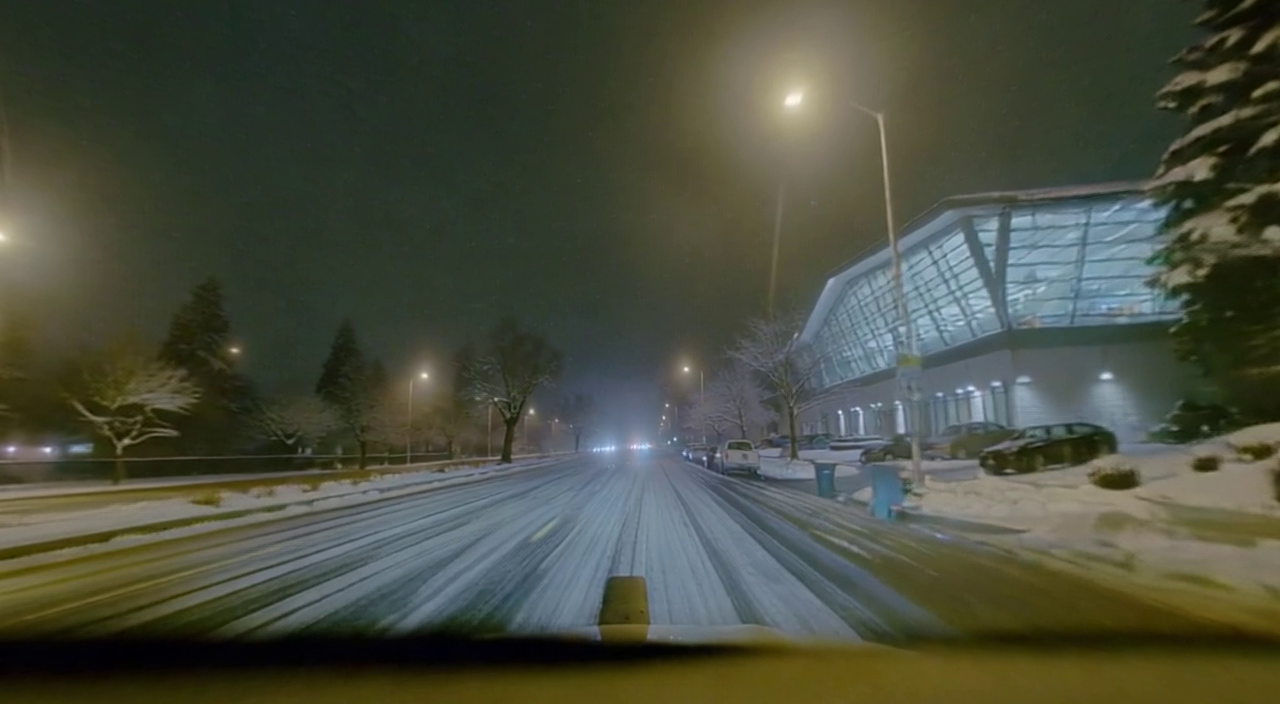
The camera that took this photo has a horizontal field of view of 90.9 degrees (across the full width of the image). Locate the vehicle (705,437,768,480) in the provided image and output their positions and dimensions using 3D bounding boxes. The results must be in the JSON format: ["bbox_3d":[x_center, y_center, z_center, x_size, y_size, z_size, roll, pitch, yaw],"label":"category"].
[{"bbox_3d":[4.280,4.829,28.823,2.078,1.771,5.174,0,-8,0],"label":"vehicle"}]

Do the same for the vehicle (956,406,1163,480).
[{"bbox_3d":[11.726,2.617,17.847,4.418,1.532,1.889,-6,-11,-3],"label":"vehicle"}]

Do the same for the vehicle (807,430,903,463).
[{"bbox_3d":[12.232,5.411,36.104,4.778,1.520,2.020,-5,-9,8],"label":"vehicle"}]
